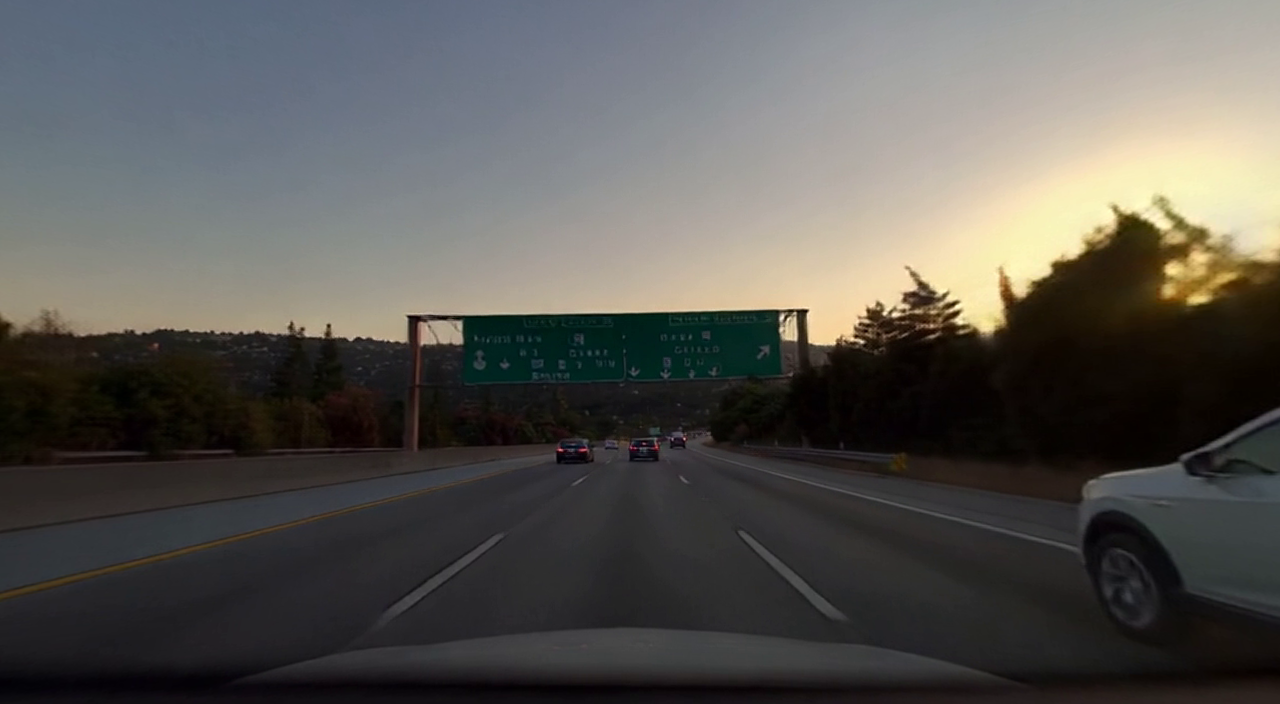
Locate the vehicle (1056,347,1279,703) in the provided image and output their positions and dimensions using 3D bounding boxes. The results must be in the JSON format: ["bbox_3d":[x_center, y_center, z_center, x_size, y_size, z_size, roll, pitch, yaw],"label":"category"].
[{"bbox_3d":[4.091,0.746,2.378,2.025,1.707,4.279,0,-8,-1],"label":"vehicle"}]

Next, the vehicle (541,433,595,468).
[{"bbox_3d":[-3.526,4.899,31.454,2.066,1.561,4.495,0,-8,1],"label":"vehicle"}]

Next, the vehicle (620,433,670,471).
[{"bbox_3d":[0.221,4.349,27.477,2.049,1.542,3.816,0,-8,1],"label":"vehicle"}]
